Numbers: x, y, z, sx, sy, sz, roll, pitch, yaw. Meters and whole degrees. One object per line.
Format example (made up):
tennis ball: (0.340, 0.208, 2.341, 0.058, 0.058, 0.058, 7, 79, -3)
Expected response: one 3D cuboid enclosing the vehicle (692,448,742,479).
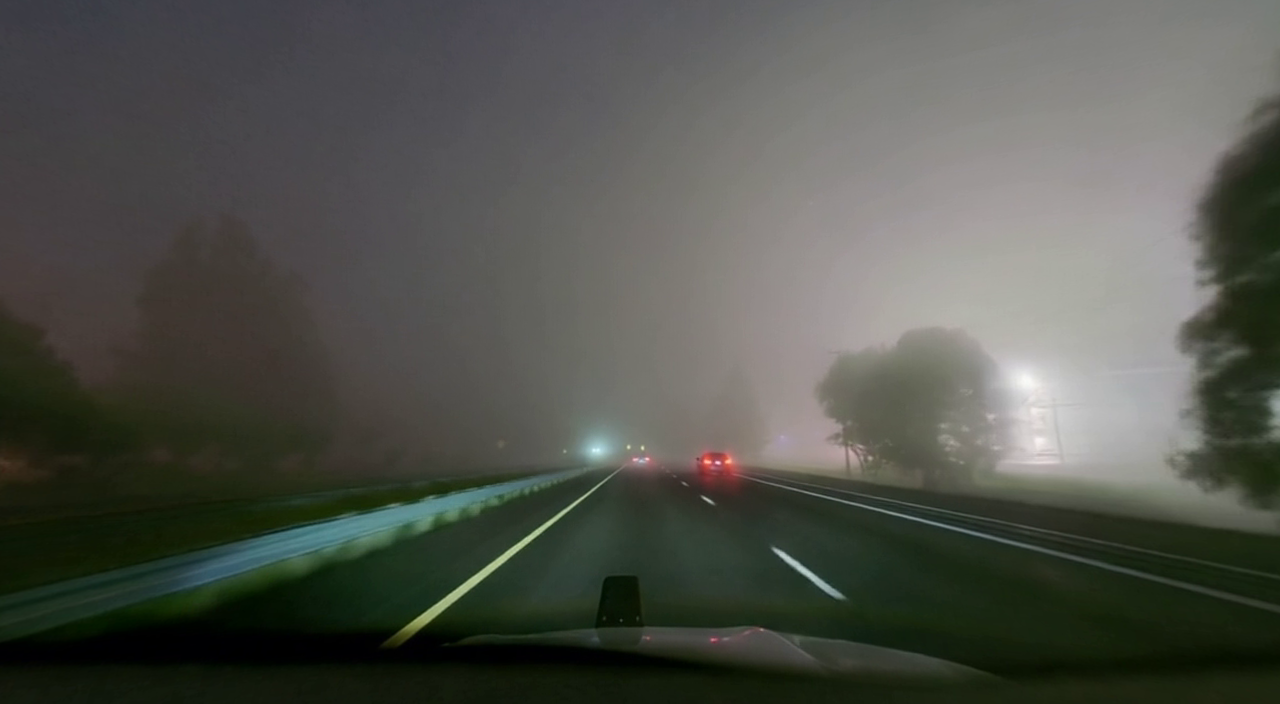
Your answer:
vehicle: (4.061, 5.991, 34.039, 2.115, 1.522, 4.330, 0, -9, -1)
